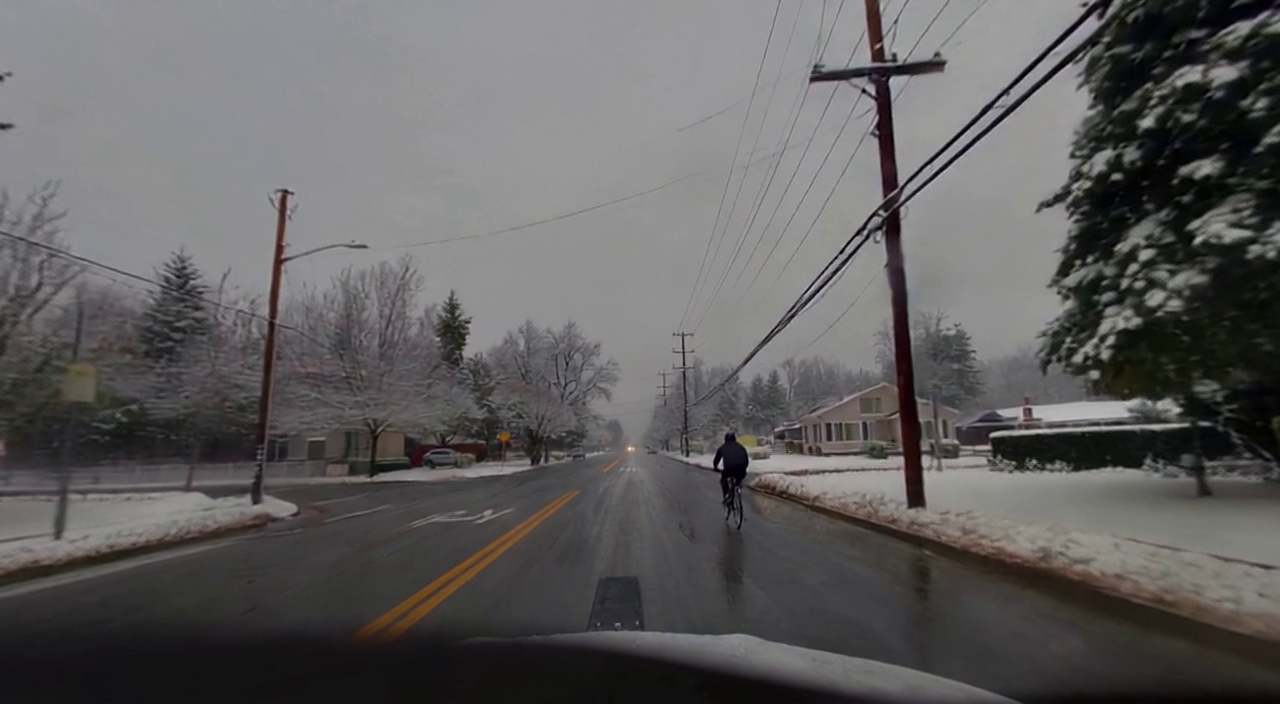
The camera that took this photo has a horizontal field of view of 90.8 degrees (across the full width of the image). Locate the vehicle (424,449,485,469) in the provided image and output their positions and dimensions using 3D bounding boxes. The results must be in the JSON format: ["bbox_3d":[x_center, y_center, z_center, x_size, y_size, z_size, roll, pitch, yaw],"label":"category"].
[{"bbox_3d":[-14.334,8.279,48.933,4.143,1.480,1.755,0,-9,-2],"label":"vehicle"}]
